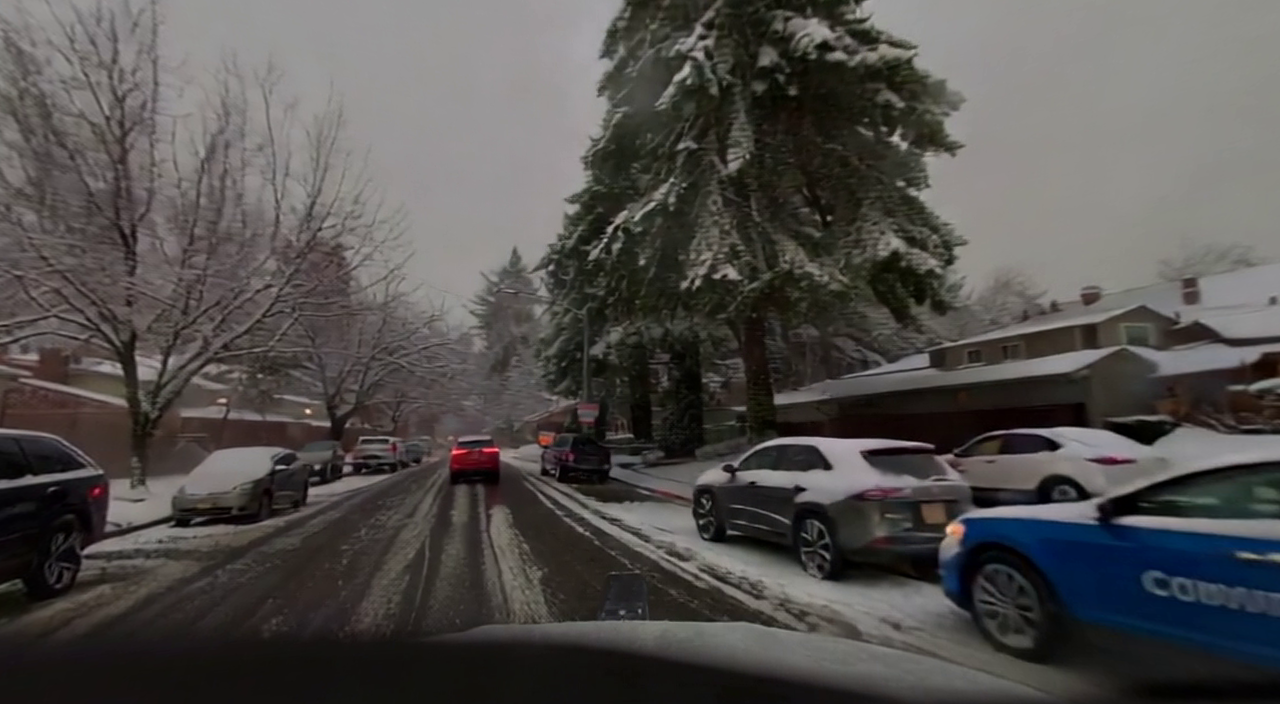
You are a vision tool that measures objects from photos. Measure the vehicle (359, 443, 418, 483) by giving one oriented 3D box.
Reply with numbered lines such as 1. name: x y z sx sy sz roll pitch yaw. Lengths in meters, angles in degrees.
1. vehicle: -12.931 5.684 32.792 2.241 1.822 4.728 0 -8 -15

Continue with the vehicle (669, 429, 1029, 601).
1. vehicle: 2.142 1.858 8.391 1.996 1.497 5.022 1 -9 -16

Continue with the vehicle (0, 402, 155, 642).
1. vehicle: -5.733 1.220 4.310 2.154 1.764 4.797 2 -8 -16

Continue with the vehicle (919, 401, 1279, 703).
1. vehicle: 3.739 0.947 2.424 2.400 1.515 4.710 2 -9 -15

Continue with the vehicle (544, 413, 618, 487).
1. vehicle: -2.764 4.362 28.180 2.268 2.900 5.980 2 -9 -15

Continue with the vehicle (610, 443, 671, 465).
1. vehicle: 0.012 7.854 48.773 4.486 1.629 1.792 2 -9 -12

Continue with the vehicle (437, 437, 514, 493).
1. vehicle: -5.812 3.915 22.329 2.350 1.748 4.094 2 -9 -15

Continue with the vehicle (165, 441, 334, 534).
1. vehicle: -8.470 2.886 14.243 1.877 1.608 4.529 2 -7 -14
